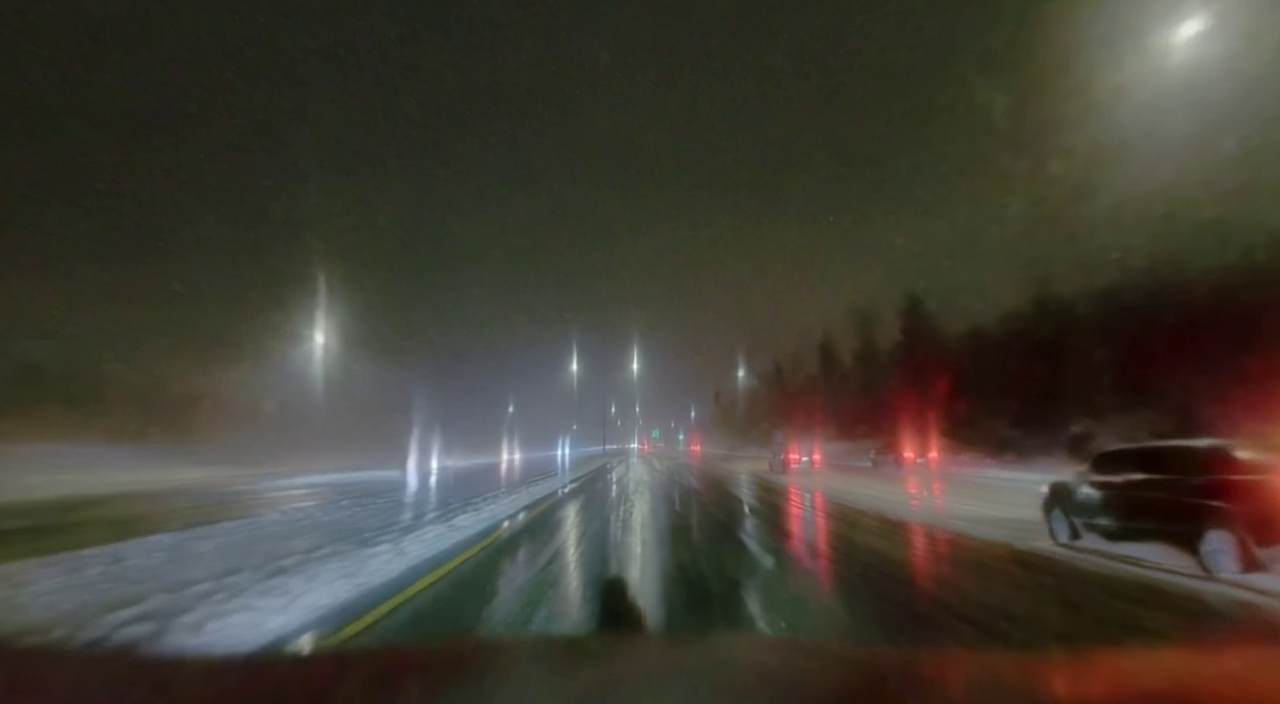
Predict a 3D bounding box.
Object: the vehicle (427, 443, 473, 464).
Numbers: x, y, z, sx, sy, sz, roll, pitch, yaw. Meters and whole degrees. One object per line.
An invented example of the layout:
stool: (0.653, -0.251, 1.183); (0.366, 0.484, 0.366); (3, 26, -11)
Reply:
vehicle: (-14.713, 7.908, 49.118); (2.080, 1.522, 4.585); (0, -8, 0)

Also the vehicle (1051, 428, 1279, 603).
vehicle: (6.675, 1.517, 6.105); (2.093, 1.525, 4.865); (0, -8, 0)
